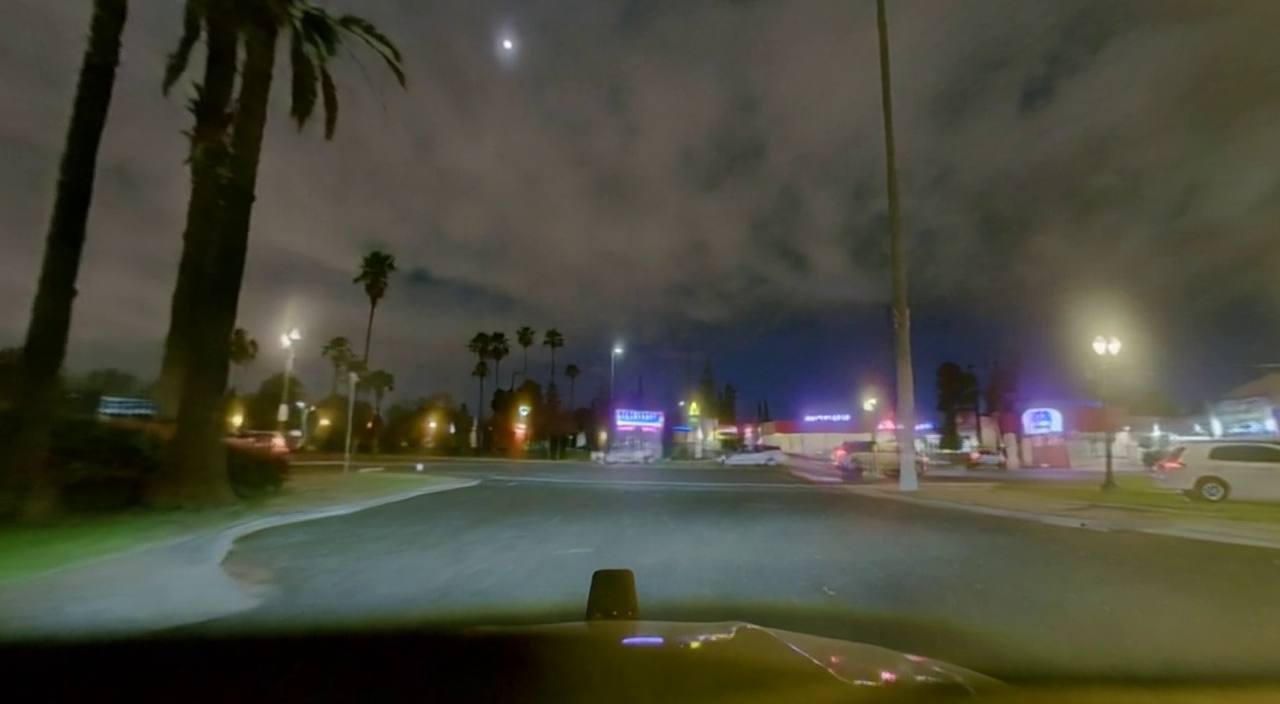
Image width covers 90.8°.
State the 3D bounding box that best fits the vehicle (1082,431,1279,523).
[{"bbox_3d":[11.932,2.558,13.399,1.870,1.611,3.978,1,-9,-8],"label":"vehicle"}]

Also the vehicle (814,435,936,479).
[{"bbox_3d":[9.881,4.445,26.775,4.211,1.756,2.158,2,-9,-8],"label":"vehicle"}]
